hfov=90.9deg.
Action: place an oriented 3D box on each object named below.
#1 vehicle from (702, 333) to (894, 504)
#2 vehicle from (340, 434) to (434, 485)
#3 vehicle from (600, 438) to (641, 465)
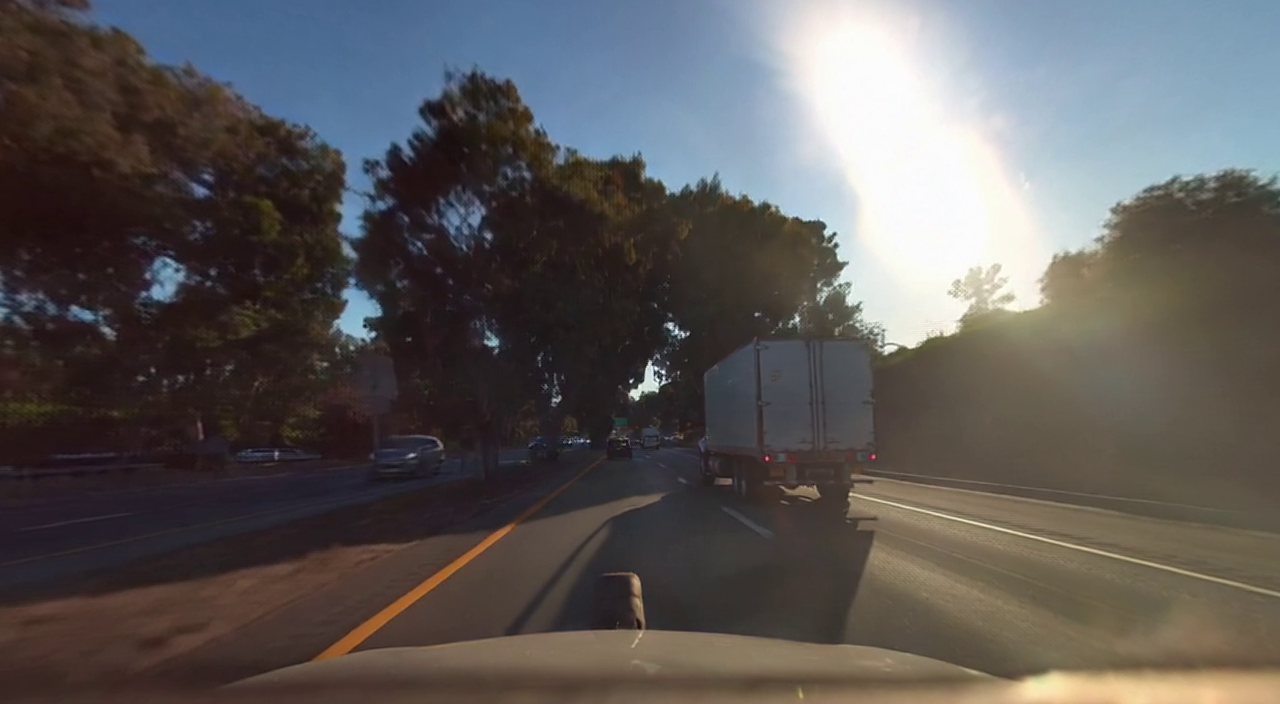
[{"bbox_3d":[3.658,1.891,17.142,2.921,3.526,8.207,0,-8,-1],"label":"vehicle"},{"bbox_3d":[-9.494,4.015,24.051,1.985,1.746,3.918,0,-8,-1],"label":"vehicle"},{"bbox_3d":[-1.107,5.774,36.961,2.259,1.466,3.693,0,-8,-1],"label":"vehicle"}]
